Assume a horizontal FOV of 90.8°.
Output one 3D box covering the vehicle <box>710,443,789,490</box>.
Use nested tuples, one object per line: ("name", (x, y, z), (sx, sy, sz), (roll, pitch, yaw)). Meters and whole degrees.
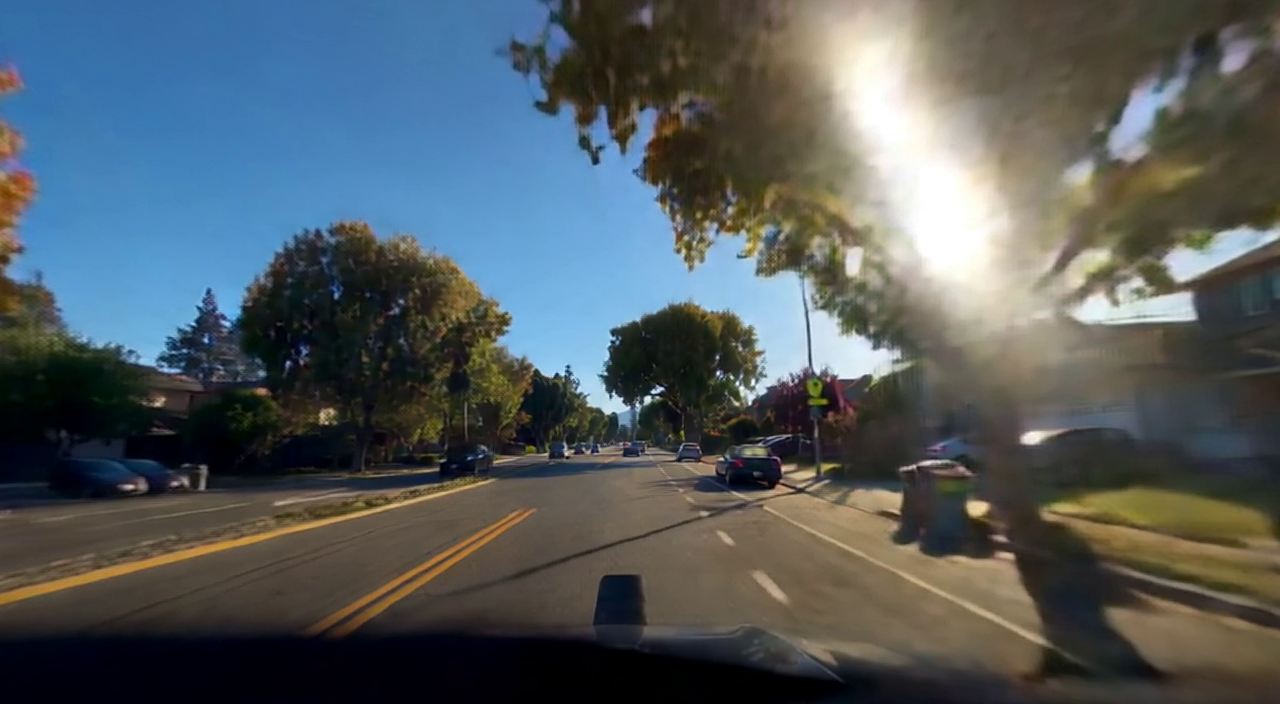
("vehicle", (3.791, 4.039, 22.716), (1.991, 1.500, 4.562), (0, -8, -1))

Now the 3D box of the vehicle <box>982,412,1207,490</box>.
("vehicle", (11.826, 2.603, 16.671), (4.376, 1.509, 1.866), (-5, -8, -1))

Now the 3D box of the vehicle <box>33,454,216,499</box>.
("vehicle", (-18.725, 4.524, 23.156), (4.880, 1.500, 1.965), (0, -8, -2))

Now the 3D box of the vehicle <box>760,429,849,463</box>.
("vehicle", (10.493, 6.074, 40.545), (4.964, 1.739, 2.184), (-4, -10, -1))

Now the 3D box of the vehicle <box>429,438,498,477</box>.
("vehicle", (-8.463, 5.084, 30.681), (2.090, 1.748, 4.345), (0, -8, 0))
